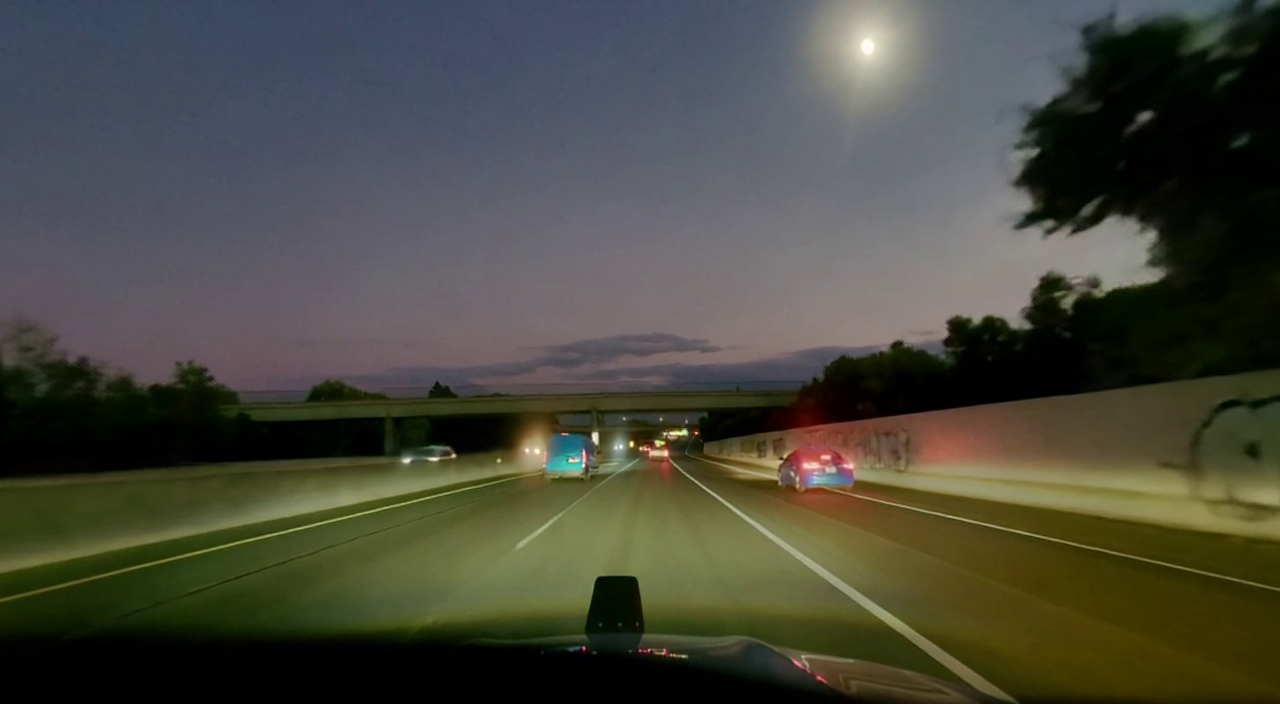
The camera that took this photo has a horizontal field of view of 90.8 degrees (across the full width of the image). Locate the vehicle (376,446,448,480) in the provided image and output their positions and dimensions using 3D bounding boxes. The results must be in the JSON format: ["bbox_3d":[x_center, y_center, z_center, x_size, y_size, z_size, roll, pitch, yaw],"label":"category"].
[{"bbox_3d":[-11.586,5.627,32.375,1.948,1.598,4.306,0,-8,1],"label":"vehicle"}]

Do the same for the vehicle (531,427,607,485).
[{"bbox_3d":[-2.652,4.057,24.907,2.310,2.030,5.094,0,-8,1],"label":"vehicle"}]

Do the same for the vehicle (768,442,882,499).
[{"bbox_3d":[5.370,3.482,19.048,1.972,1.492,4.623,0,-8,-1],"label":"vehicle"}]
